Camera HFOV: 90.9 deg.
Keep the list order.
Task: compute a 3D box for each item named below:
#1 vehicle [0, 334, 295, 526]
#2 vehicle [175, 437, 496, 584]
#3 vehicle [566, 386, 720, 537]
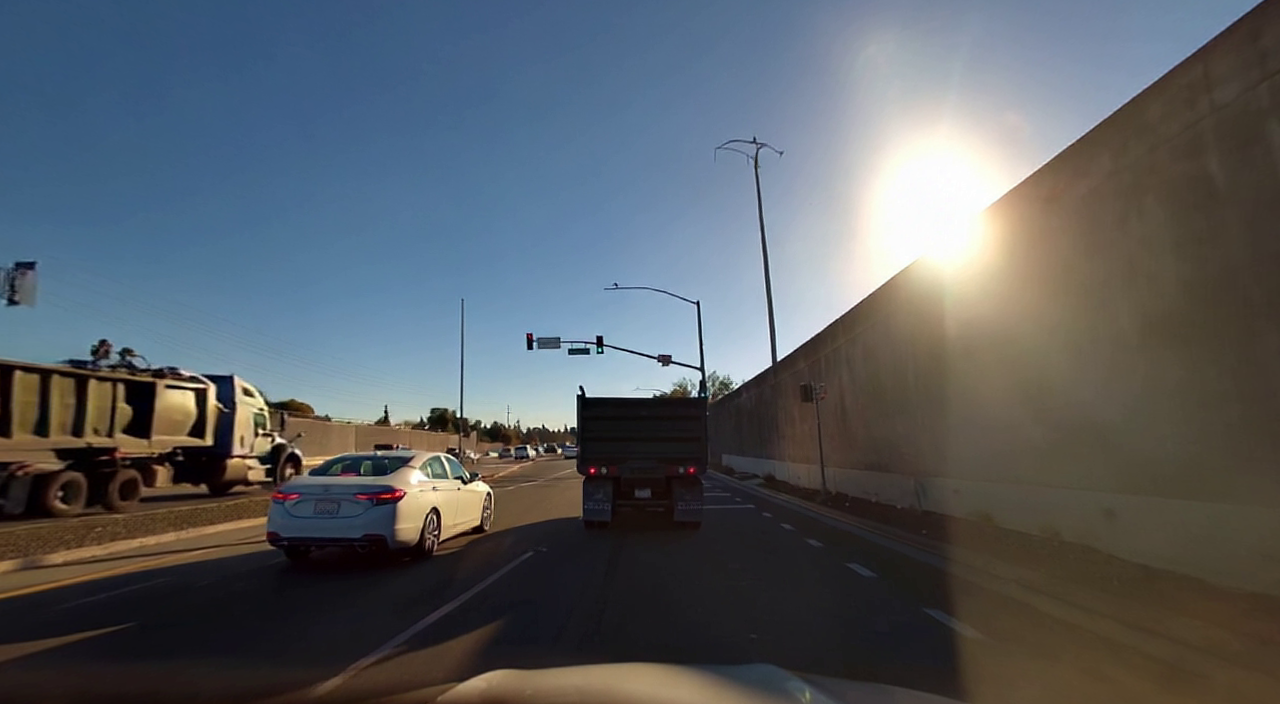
[{"bbox_3d":[-13.425,2.184,17.055,3.016,3.847,8.707,0,-8,1],"label":"vehicle"},{"bbox_3d":[-3.703,1.998,8.999,2.019,1.480,4.966,0,-8,1],"label":"vehicle"},{"bbox_3d":[0.071,2.084,12.471,2.355,2.305,5.336,0,-8,1],"label":"vehicle"}]
